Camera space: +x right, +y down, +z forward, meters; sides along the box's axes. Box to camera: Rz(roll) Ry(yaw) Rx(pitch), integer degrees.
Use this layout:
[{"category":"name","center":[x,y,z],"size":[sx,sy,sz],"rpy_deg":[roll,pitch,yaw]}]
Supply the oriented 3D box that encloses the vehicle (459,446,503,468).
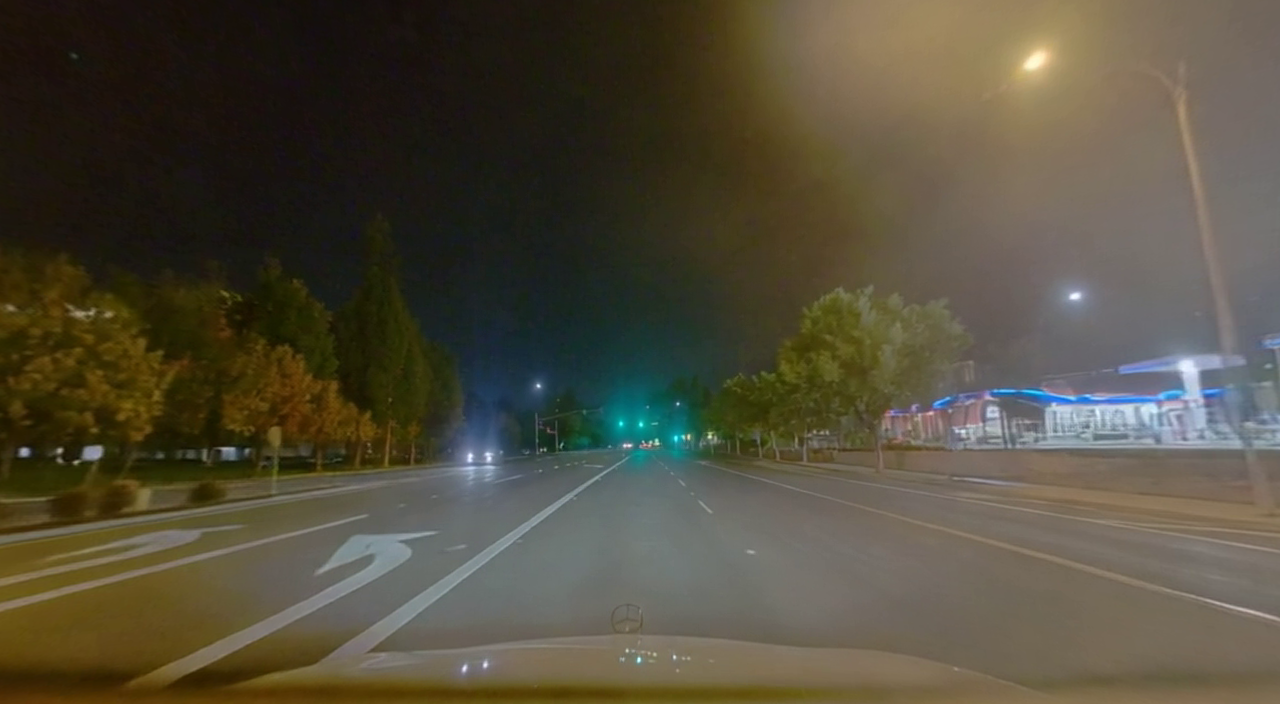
[{"category":"vehicle","center":[-11.684,7.750,46.827],"size":[1.972,1.466,4.683],"rpy_deg":[0,-8,1]}]
